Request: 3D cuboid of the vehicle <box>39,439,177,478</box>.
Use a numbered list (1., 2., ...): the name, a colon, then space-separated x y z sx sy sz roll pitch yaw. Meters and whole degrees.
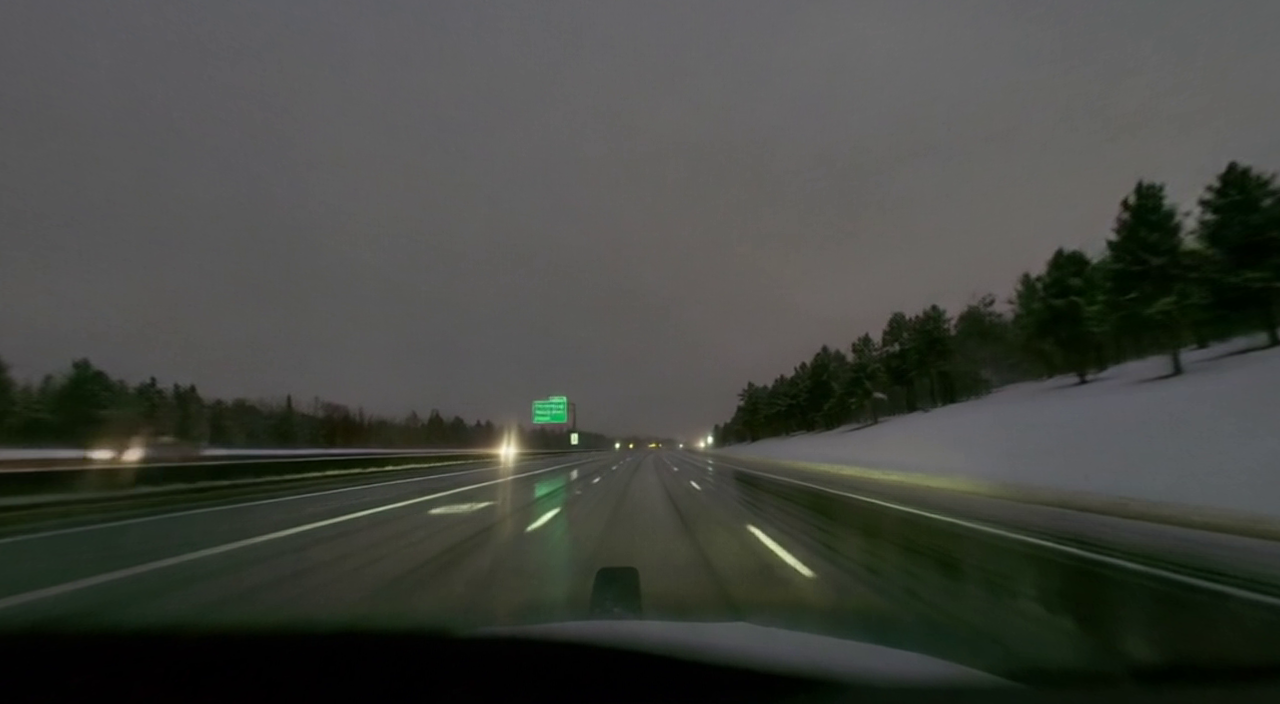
1. vehicle: -24.354 4.871 29.222 2.041 1.643 4.897 0 -8 1
